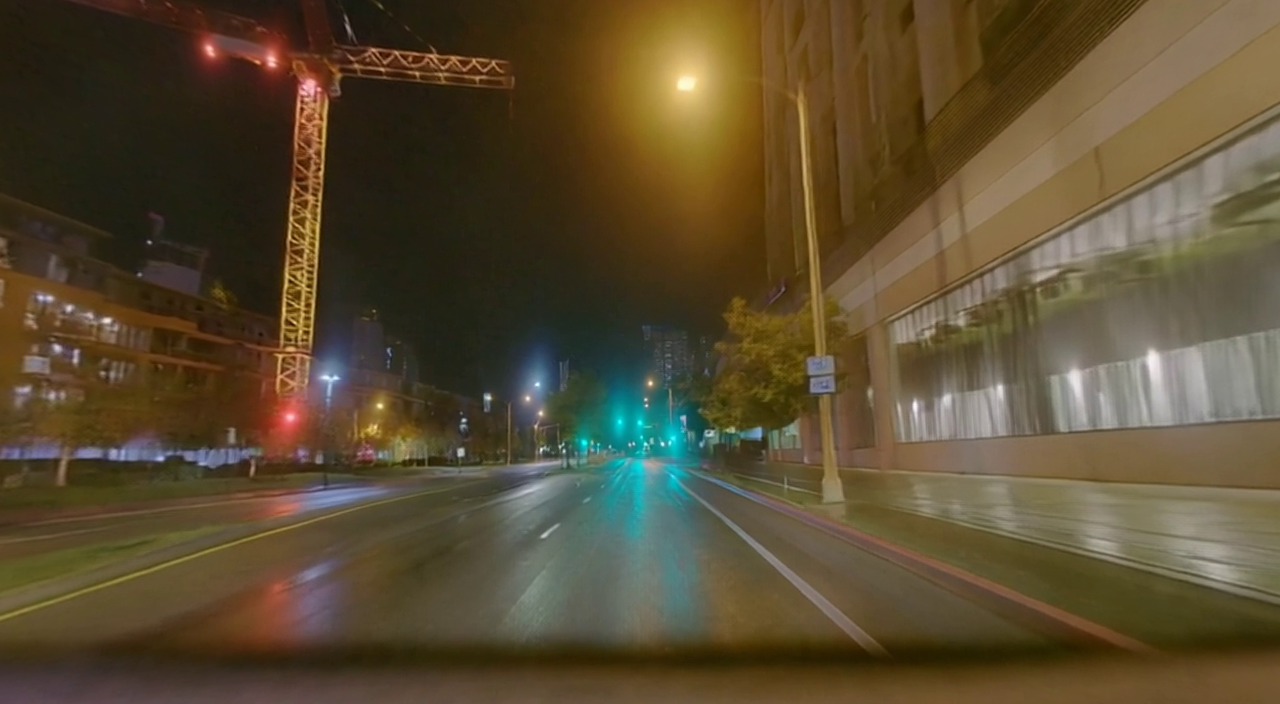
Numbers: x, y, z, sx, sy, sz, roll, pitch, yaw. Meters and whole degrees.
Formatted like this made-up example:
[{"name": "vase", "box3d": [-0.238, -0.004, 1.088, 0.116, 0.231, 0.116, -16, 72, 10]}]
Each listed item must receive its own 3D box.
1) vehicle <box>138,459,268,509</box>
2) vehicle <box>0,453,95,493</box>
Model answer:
[{"name": "vehicle", "box3d": [-17.023, 5.123, 24.888, 1.921, 1.541, 4.541, -2, -8, 0]}, {"name": "vehicle", "box3d": [-25.083, 4.932, 25.695, 3.850, 1.453, 1.895, -1, -8, -1]}]
